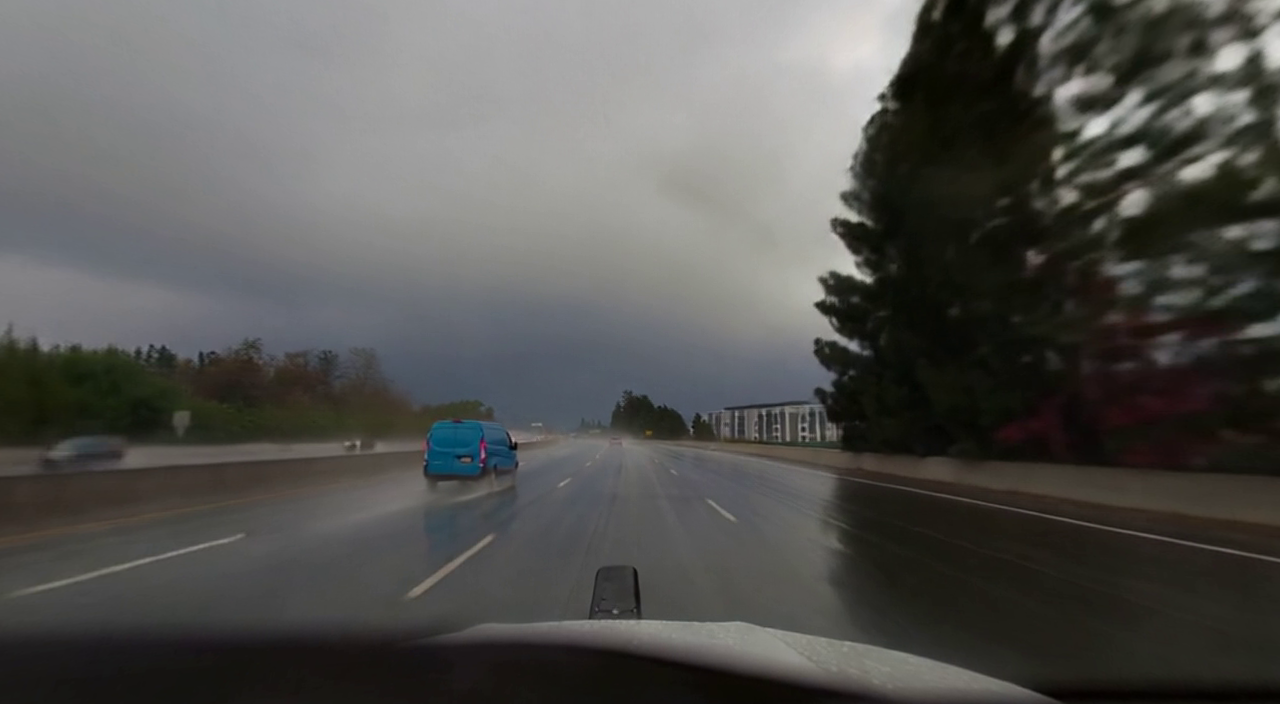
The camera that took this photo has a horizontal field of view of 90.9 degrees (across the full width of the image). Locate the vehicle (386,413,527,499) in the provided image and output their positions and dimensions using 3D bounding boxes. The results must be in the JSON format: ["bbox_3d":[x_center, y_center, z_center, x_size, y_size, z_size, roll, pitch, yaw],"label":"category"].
[{"bbox_3d":[-4.344,2.535,15.870,2.219,1.827,4.738,0,-8,-1],"label":"vehicle"}]

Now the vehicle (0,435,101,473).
[{"bbox_3d":[-25.977,4.279,26.903,2.005,1.467,4.532,0,-8,-2],"label":"vehicle"}]
